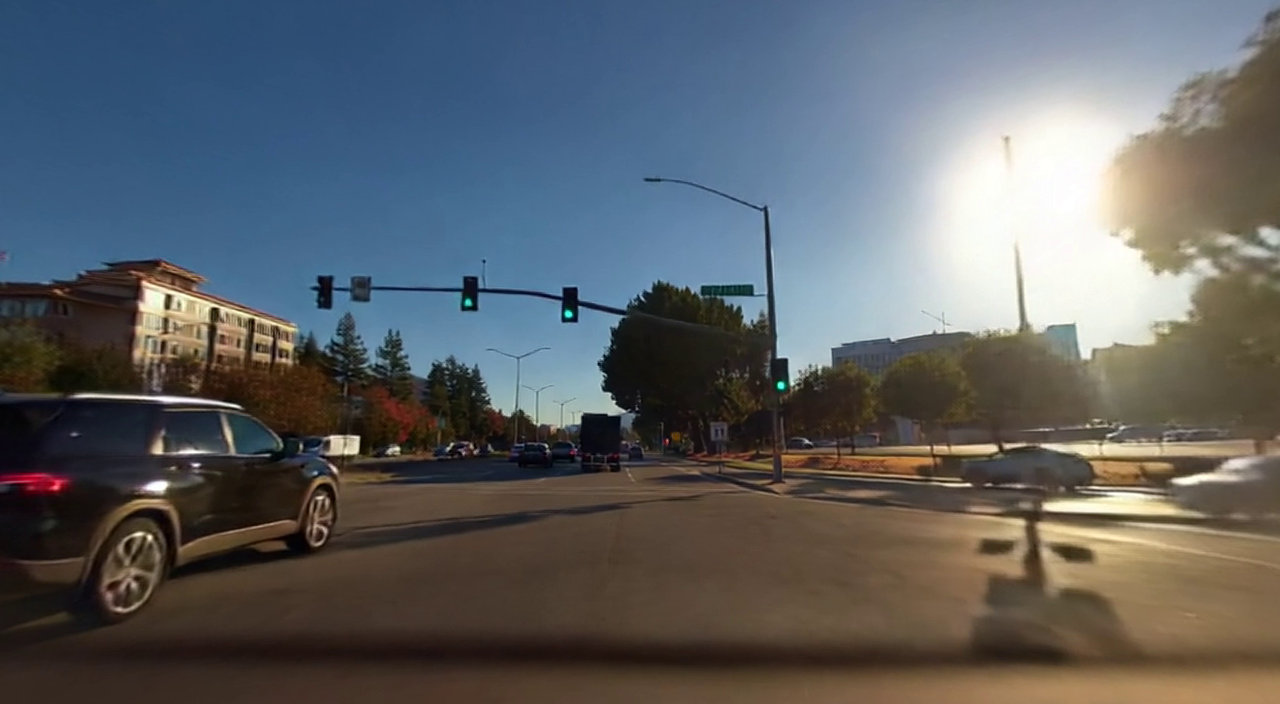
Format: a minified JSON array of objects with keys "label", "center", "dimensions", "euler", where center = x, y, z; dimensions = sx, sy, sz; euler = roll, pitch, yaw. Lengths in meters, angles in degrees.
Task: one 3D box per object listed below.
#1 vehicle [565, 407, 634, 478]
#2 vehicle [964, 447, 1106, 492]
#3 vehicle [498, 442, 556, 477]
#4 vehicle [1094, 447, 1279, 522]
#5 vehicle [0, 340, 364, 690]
[{"label":"vehicle","center":[-1.816,4.438,30.619],"dimensions":[2.993,3.051,6.692],"euler":[0,-8,-1]},{"label":"vehicle","center":[16.576,4.875,26.457],"dimensions":[4.720,1.685,2.140],"euler":[-7,-11,38]},{"label":"vehicle","center":[-5.130,4.945,29.070],"dimensions":[2.023,1.483,4.143],"euler":[0,-8,-2]},{"label":"vehicle","center":[13.525,2.936,14.254],"dimensions":[4.807,1.530,2.066],"euler":[0,-8,-2]},{"label":"vehicle","center":[-4.530,1.168,5.382],"dimensions":[2.178,1.826,4.933],"euler":[0,-8,-2]}]
